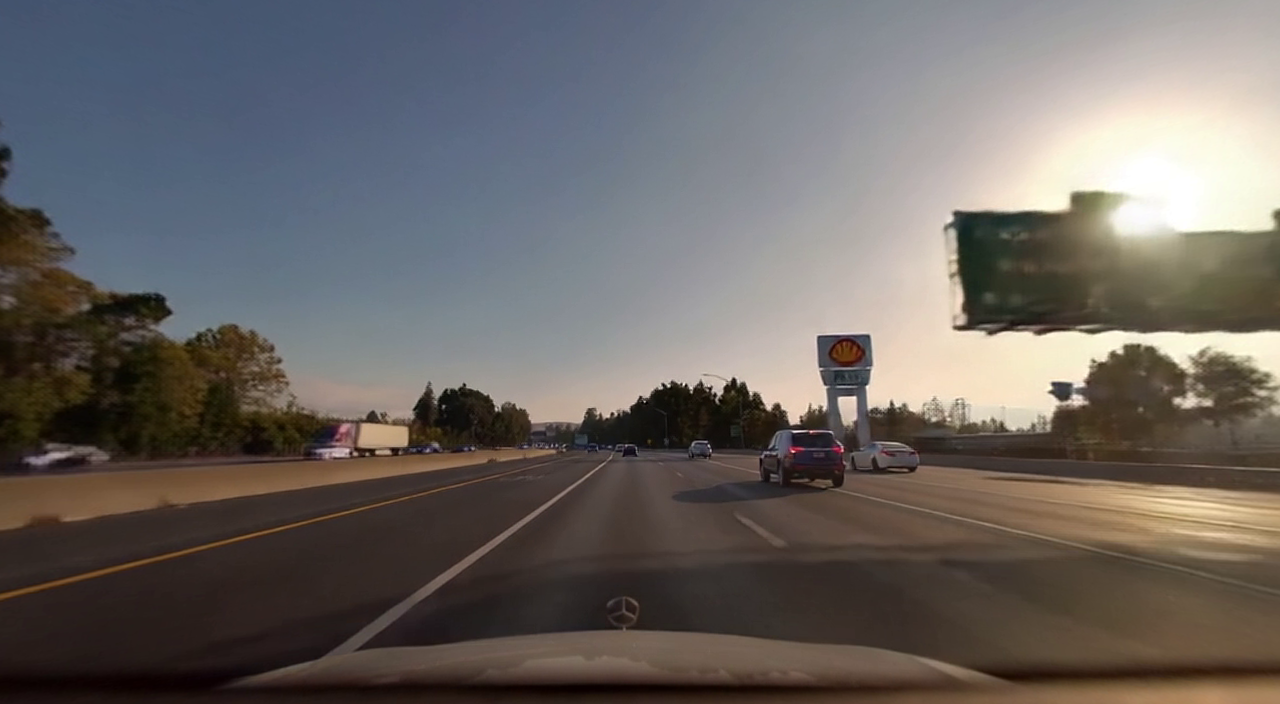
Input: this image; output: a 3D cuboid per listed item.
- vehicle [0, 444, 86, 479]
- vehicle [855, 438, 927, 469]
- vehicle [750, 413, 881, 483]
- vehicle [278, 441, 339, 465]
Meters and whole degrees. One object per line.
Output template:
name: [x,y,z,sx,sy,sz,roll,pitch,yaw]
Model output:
vehicle: [-28.469,4.975,28.845,1.817,1.481,4.725,0,-8,-1]
vehicle: [13.960,5.659,35.352,2.072,1.611,4.387,0,-8,-2]
vehicle: [6.617,3.816,25.242,2.779,2.339,8.073,0,-8,-1]
vehicle: [-25.205,7.692,48.031,2.122,1.705,4.736,0,-8,-1]
